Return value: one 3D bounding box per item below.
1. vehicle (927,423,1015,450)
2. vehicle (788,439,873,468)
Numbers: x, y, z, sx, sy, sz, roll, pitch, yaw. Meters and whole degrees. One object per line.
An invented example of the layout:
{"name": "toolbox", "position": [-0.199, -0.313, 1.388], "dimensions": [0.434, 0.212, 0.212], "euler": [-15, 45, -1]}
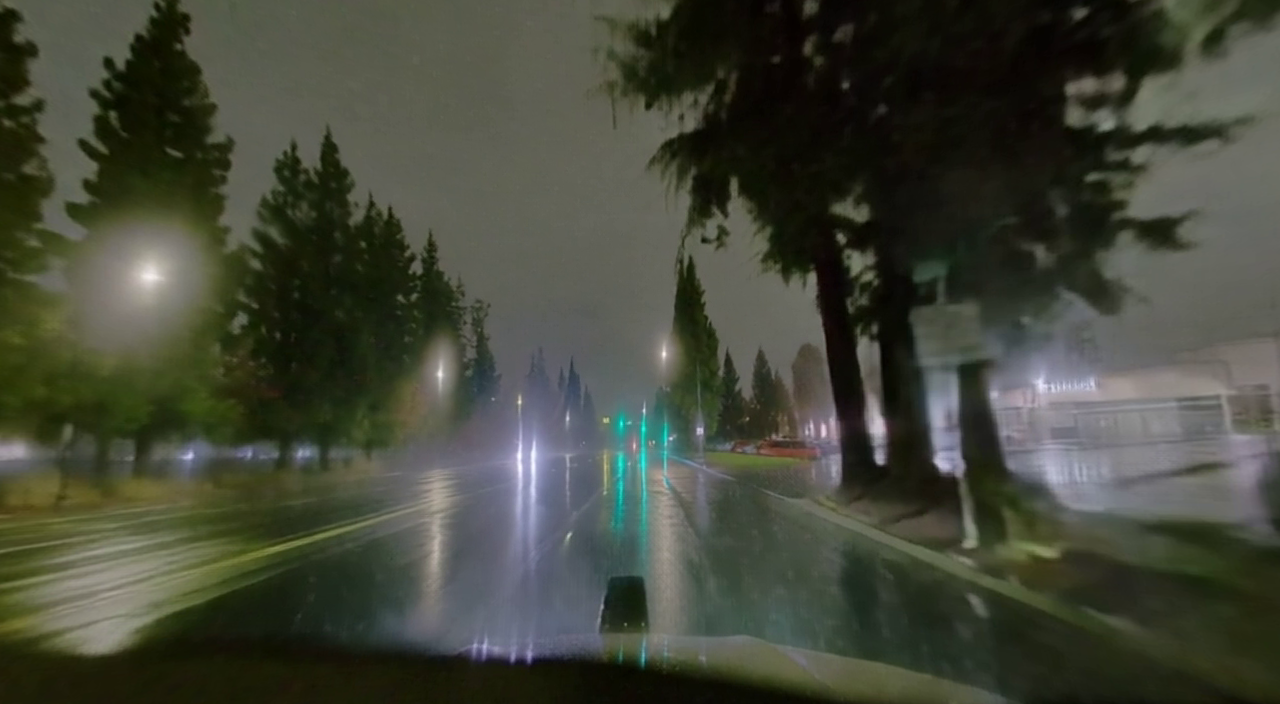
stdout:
{"name": "vehicle", "position": [22.769, 5.831, 43.507], "dimensions": [4.759, 1.564, 2.117], "euler": [-3, -7, 0]}
{"name": "vehicle", "position": [11.225, 6.040, 37.393], "dimensions": [4.361, 1.462, 1.857], "euler": [-3, -11, 1]}
